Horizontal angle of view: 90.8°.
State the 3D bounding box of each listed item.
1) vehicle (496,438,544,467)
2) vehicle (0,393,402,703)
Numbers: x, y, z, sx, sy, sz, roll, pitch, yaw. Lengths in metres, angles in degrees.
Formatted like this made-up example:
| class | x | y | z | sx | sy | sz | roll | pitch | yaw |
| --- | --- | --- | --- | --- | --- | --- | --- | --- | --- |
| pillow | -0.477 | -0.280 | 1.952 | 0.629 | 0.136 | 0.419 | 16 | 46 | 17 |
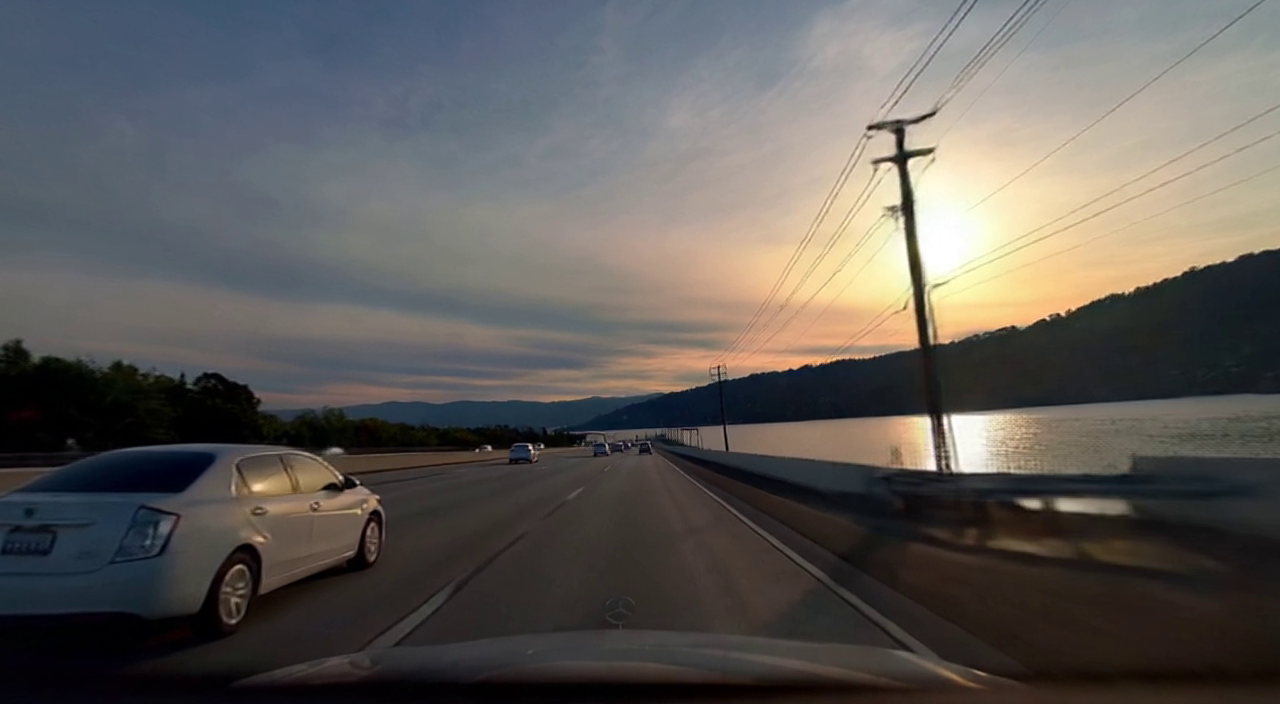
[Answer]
| class | x | y | z | sx | sy | sz | roll | pitch | yaw |
| --- | --- | --- | --- | --- | --- | --- | --- | --- | --- |
| vehicle | -7.382 | 6.247 | 39.328 | 2.050 | 1.717 | 4.418 | 0 | -8 | 1 |
| vehicle | -3.565 | 1.197 | 4.395 | 2.015 | 1.501 | 4.454 | 0 | -8 | 1 |
